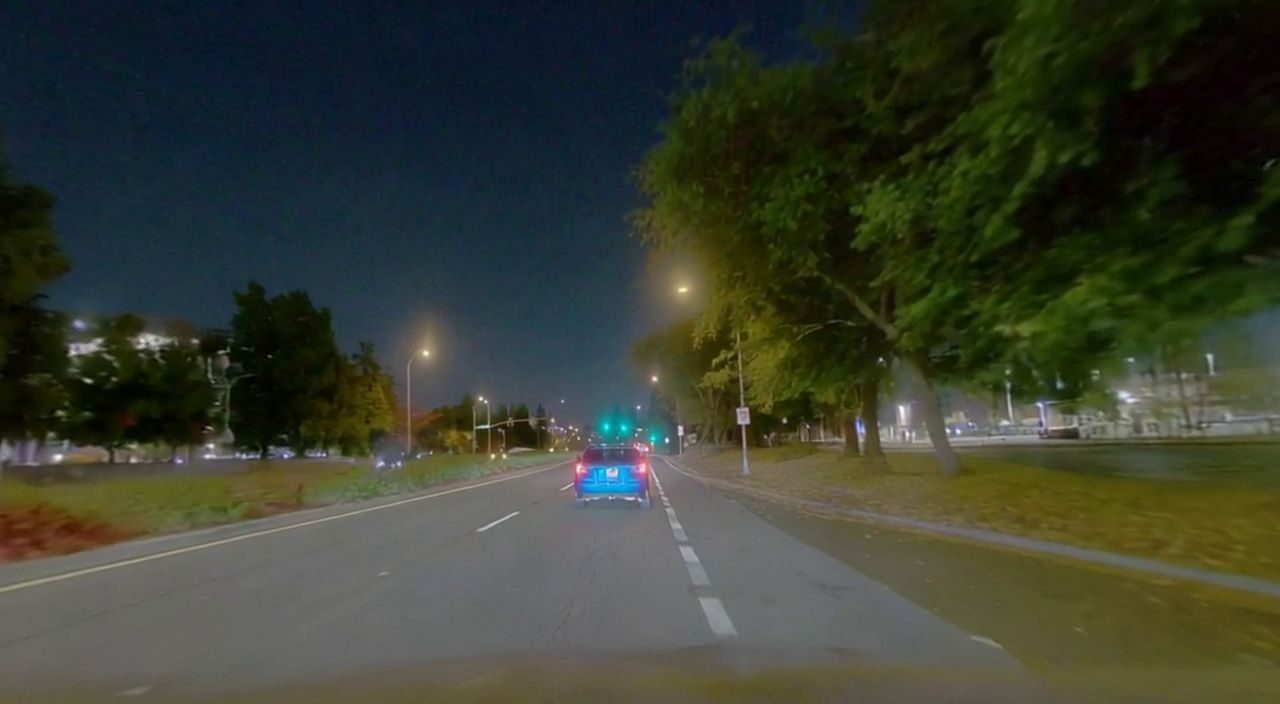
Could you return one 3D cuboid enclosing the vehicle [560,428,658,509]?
[{"bbox_3d":[-0.680,2.897,16.042,2.131,1.761,4.242,0,-9,0],"label":"vehicle"}]
